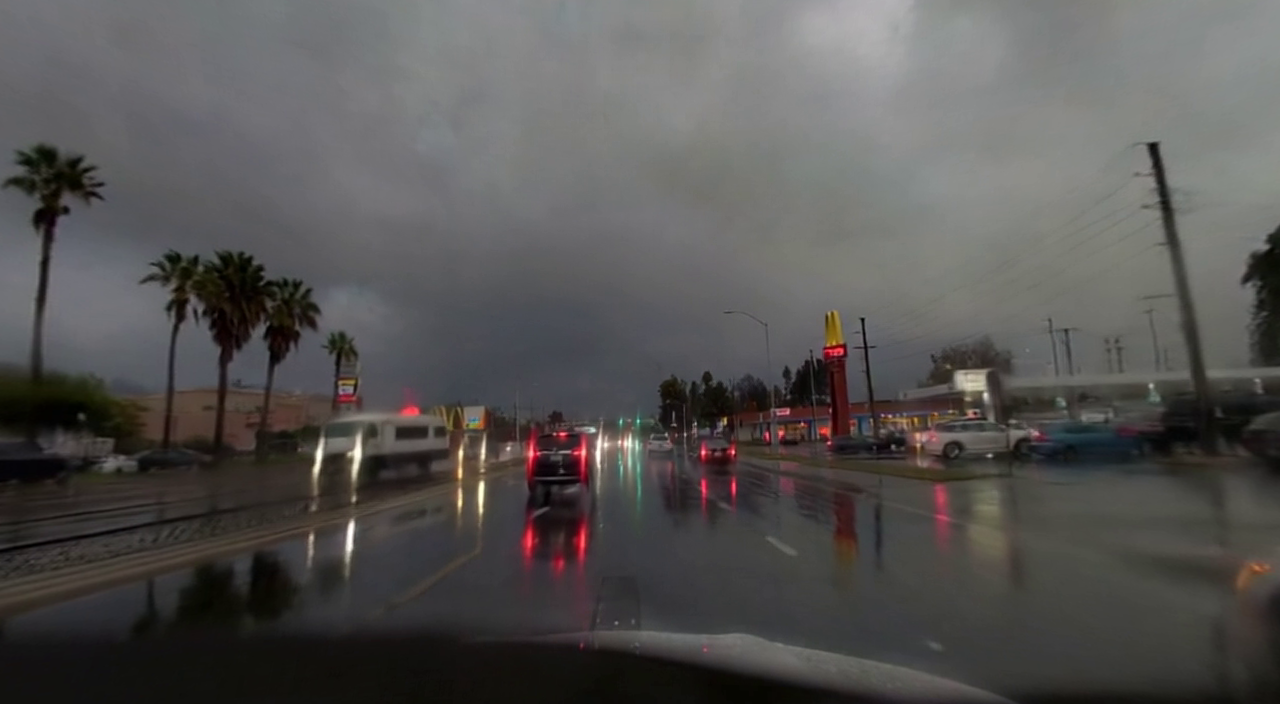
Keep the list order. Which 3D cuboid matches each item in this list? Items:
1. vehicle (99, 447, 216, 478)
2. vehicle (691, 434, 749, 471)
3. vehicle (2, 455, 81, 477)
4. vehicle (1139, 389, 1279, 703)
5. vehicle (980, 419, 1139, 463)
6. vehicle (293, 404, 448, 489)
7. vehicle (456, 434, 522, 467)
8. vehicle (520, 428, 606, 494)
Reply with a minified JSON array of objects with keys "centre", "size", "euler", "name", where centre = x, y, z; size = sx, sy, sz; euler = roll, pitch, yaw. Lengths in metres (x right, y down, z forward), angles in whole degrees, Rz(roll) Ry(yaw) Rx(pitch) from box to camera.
[{"centre":[-30.208,6.941,39.687],"size":[5.349,1.859,2.259],"euler":[0,-10,-1],"name":"vehicle"},{"centre":[3.347,4.308,27.162],"size":[1.889,1.448,4.262],"euler":[0,-9,-1],"name":"vehicle"},{"centre":[-41.698,7.925,44.076],"size":[3.718,1.436,1.749],"euler":[0,-9,1],"name":"vehicle"},{"centre":[3.422,0.658,0.893],"size":[1.987,1.474,4.198],"euler":[0,-9,0],"name":"vehicle"},{"centre":[14.610,3.138,22.185],"size":[4.293,1.438,1.773],"euler":[0,-9,1],"name":"vehicle"},{"centre":[-11.016,3.958,27.074],"size":[2.662,2.995,8.344],"euler":[1,-7,2],"name":"vehicle"},{"centre":[-9.256,6.100,39.207],"size":[2.169,1.853,4.853],"euler":[-2,-9,9],"name":"vehicle"},{"centre":[-2.004,2.900,17.135],"size":[2.021,1.550,4.090],"euler":[1,-9,-5],"name":"vehicle"}]
